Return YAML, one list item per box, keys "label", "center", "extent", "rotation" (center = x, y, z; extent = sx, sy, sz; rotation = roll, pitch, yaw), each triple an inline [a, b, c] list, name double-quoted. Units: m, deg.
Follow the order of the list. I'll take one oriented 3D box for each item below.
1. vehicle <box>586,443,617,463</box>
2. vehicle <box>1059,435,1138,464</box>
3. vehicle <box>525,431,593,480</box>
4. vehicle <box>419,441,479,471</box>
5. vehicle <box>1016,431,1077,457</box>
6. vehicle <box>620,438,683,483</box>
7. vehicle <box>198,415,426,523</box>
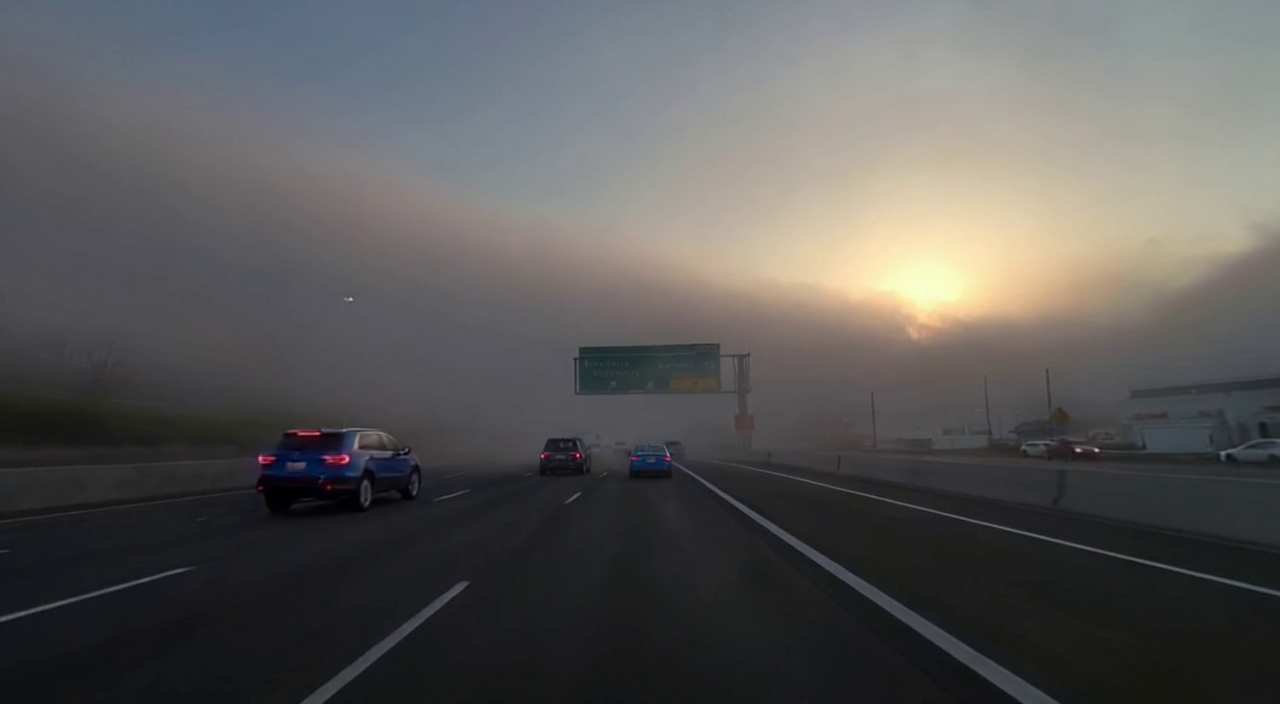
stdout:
- label: "vehicle"
  center: [-2.926, 7.827, 49.142]
  extent: [2.048, 1.497, 4.466]
  rotation: [0, -8, 1]
- label: "vehicle"
  center: [30.938, 6.568, 42.722]
  extent: [1.858, 1.741, 4.683]
  rotation: [-2, -7, 1]
- label: "vehicle"
  center: [-3.064, 4.027, 24.780]
  extent: [2.007, 1.730, 4.412]
  rotation: [0, -8, 1]
- label: "vehicle"
  center: [-10.056, 5.498, 33.496]
  extent: [1.861, 1.495, 4.007]
  rotation: [0, -8, 1]
- label: "vehicle"
  center: [30.941, 7.044, 48.159]
  extent: [1.939, 1.888, 3.984]
  rotation: [0, -9, -1]
- label: "vehicle"
  center: [0.382, 3.894, 22.984]
  extent: [2.090, 1.474, 3.970]
  rotation: [0, -8, 1]
- label: "vehicle"
  center: [-6.383, 2.340, 13.159]
  extent: [2.125, 1.804, 4.864]
  rotation: [0, -8, 0]
